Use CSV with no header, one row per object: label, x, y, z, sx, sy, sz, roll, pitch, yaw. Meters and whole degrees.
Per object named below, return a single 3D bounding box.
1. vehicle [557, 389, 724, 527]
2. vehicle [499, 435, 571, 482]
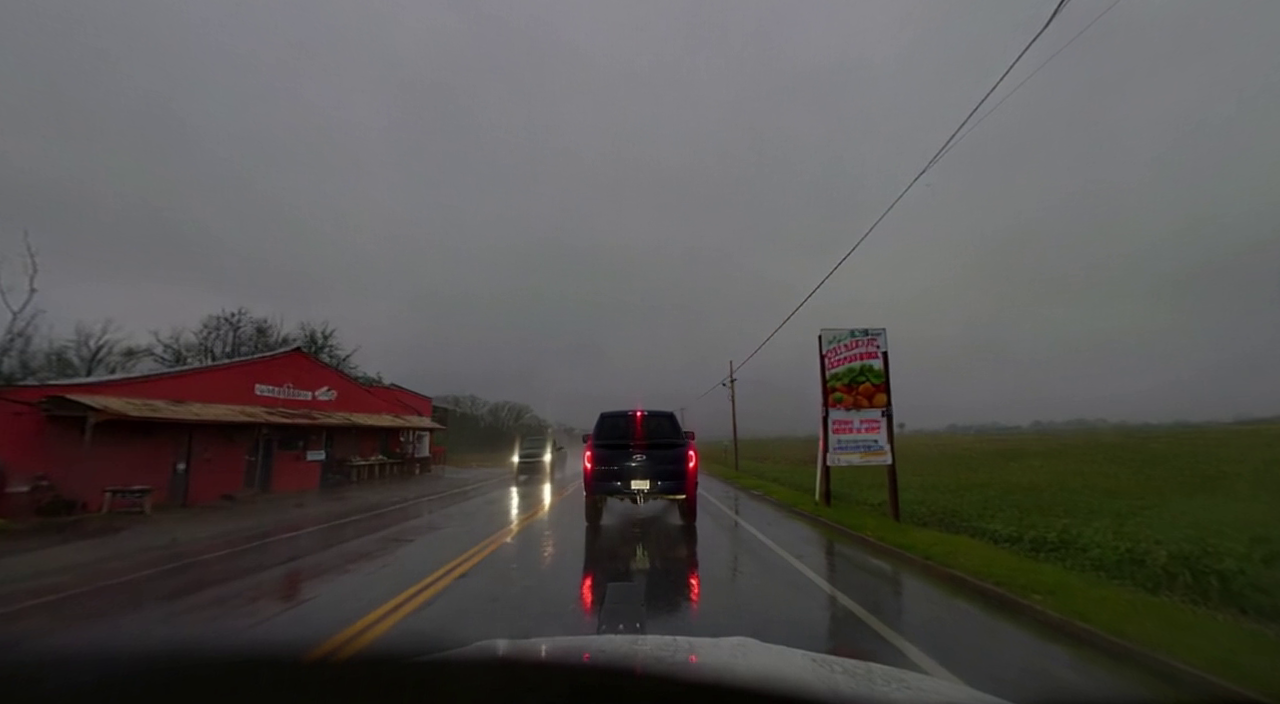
vehicle,-0.077,2.149,13.248,2.693,2.223,5.885,0,-9,-2
vehicle,-4.244,4.401,26.337,2.190,1.746,4.616,0,-8,0
